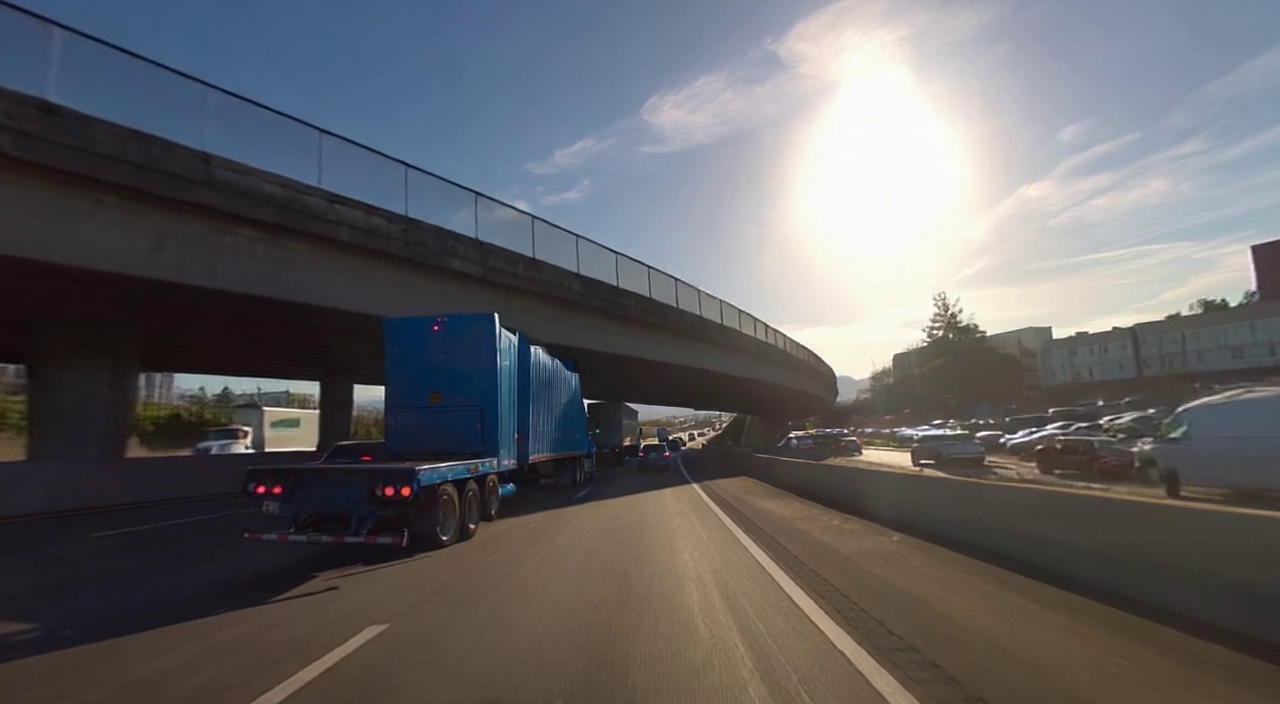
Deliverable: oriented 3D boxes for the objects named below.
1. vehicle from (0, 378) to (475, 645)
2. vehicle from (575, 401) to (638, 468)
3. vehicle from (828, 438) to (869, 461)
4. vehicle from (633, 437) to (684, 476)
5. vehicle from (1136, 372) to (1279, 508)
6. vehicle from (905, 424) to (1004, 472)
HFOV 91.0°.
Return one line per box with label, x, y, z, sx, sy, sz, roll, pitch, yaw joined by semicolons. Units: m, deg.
vehicle;-3.489;1.309;6.018;2.896;1.779;3.441;0;-8;-1
vehicle;-1.955;5.535;41.562;3.073;3.894;9.782;-1;-9;3
vehicle;16.194;7.607;49.116;2.022;1.675;4.792;-1;-9;6
vehicle;0.864;4.785;29.024;2.178;1.640;4.071;-1;-9;3
vehicle;13.746;1.696;12.139;2.679;2.597;7.126;-1;-9;2
vehicle;14.905;4.617;30.300;2.186;2.074;5.586;-1;-9;4
